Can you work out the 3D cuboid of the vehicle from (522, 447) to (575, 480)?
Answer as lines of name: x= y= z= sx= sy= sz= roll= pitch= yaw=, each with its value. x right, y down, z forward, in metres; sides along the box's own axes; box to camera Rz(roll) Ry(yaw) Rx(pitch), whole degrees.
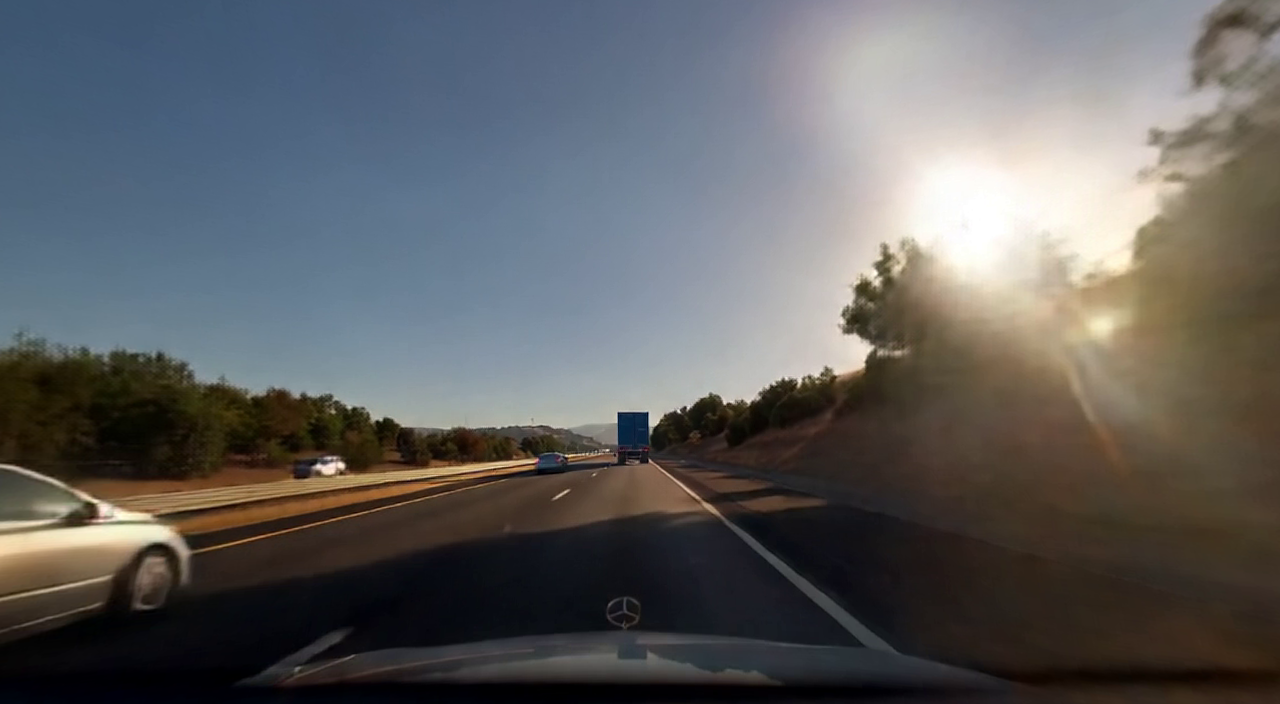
vehicle: x=-4.449 y=5.460 z=31.141 sx=1.978 sy=1.507 sz=4.062 roll=0 pitch=-9 yaw=0

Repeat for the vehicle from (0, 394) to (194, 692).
vehicle: x=-4.523 y=0.949 z=2.779 sx=1.991 sy=1.618 sz=4.211 roll=0 pitch=-9 yaw=0
